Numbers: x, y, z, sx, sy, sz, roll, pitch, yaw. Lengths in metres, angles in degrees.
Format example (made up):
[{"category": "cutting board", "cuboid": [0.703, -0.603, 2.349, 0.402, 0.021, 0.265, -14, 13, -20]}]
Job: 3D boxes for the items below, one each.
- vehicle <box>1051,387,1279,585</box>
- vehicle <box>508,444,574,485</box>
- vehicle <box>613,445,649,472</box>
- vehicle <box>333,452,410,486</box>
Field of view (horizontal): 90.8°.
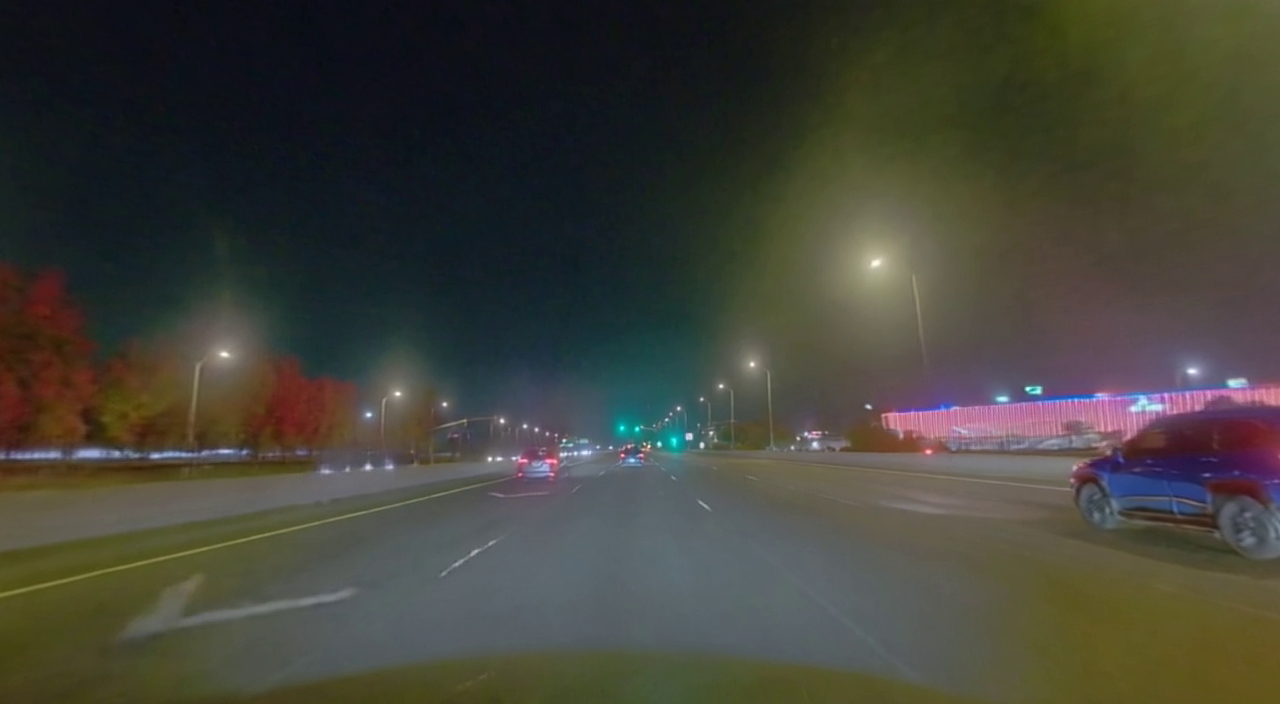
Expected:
[{"category": "vehicle", "cuboid": [6.921, 1.344, 6.575, 2.028, 1.801, 4.741, 0, -9, 0]}, {"category": "vehicle", "cuboid": [-3.863, 4.452, 25.361, 1.886, 1.465, 4.625, -1, -9, 0]}, {"category": "vehicle", "cuboid": [-0.549, 6.325, 37.619, 1.997, 1.485, 4.094, 0, -9, -1]}, {"category": "vehicle", "cuboid": [-14.265, 6.206, 33.915, 1.986, 1.659, 4.769, -1, -9, 0]}]
